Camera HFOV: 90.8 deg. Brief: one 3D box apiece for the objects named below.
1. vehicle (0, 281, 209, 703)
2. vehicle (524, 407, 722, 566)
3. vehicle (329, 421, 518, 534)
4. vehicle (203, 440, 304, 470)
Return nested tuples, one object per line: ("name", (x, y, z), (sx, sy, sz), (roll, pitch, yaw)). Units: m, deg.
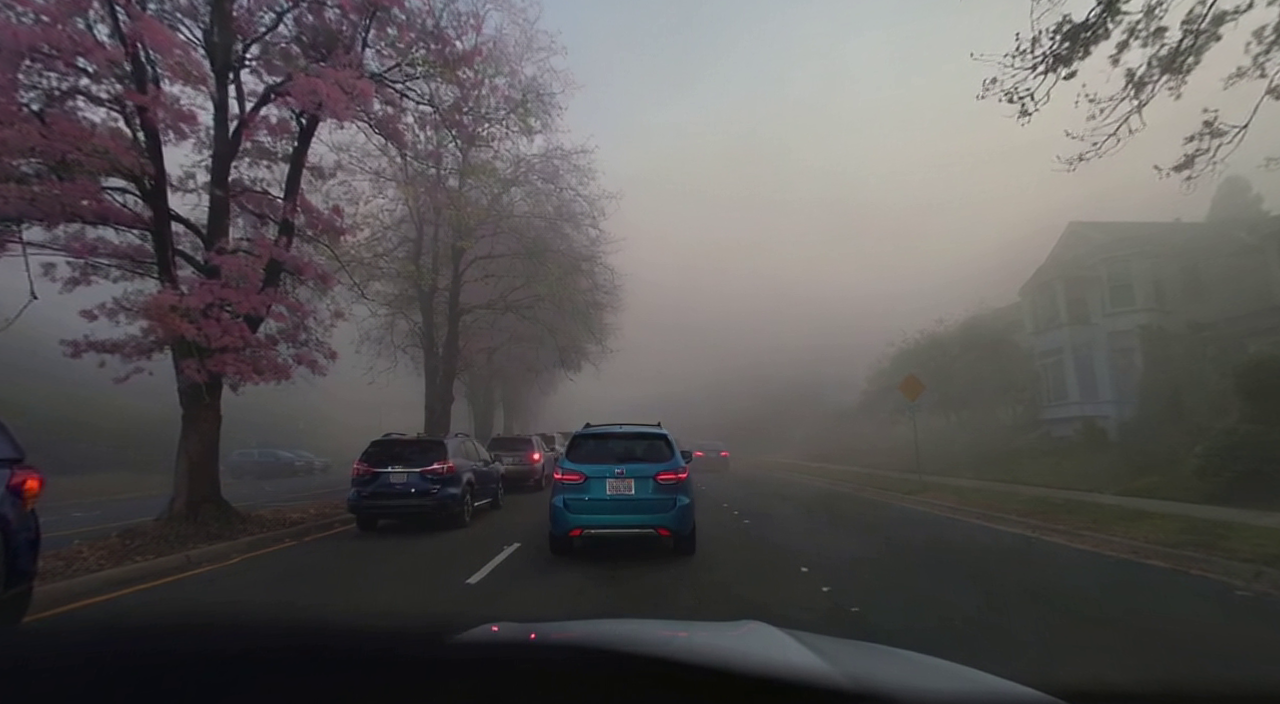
("vehicle", (-3.517, 0.509, 0.956), (2.304, 1.928, 4.833), (0, -8, 0))
("vehicle", (-0.199, 1.741, 8.873), (2.112, 1.693, 4.058), (0, -8, 0))
("vehicle", (-3.657, 2.201, 11.655), (1.948, 1.668, 4.279), (0, -8, 0))
("vehicle", (-28.507, 7.572, 46.835), (5.856, 2.096, 2.481), (3, -9, -18))
